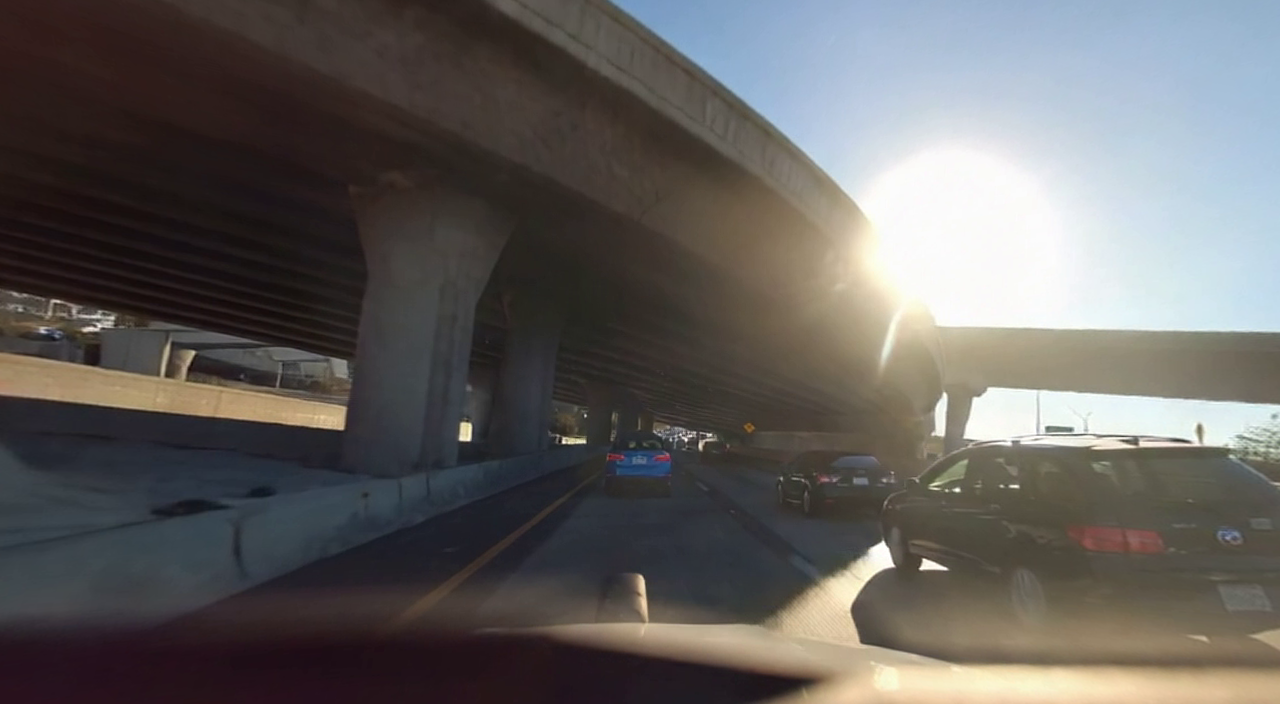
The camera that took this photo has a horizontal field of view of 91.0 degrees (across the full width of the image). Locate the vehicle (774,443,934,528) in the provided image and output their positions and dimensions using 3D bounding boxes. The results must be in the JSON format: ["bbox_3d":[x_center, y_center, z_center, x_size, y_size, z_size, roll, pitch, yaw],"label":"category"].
[{"bbox_3d":[4.273,2.715,13.364,2.047,1.500,4.017,0,-9,1],"label":"vehicle"}]

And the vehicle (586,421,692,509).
[{"bbox_3d":[0.060,2.781,15.812,2.264,1.841,4.583,0,-9,2],"label":"vehicle"}]

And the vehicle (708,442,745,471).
[{"bbox_3d":[5.467,6.676,40.238,2.047,1.700,4.069,0,-9,4],"label":"vehicle"}]
